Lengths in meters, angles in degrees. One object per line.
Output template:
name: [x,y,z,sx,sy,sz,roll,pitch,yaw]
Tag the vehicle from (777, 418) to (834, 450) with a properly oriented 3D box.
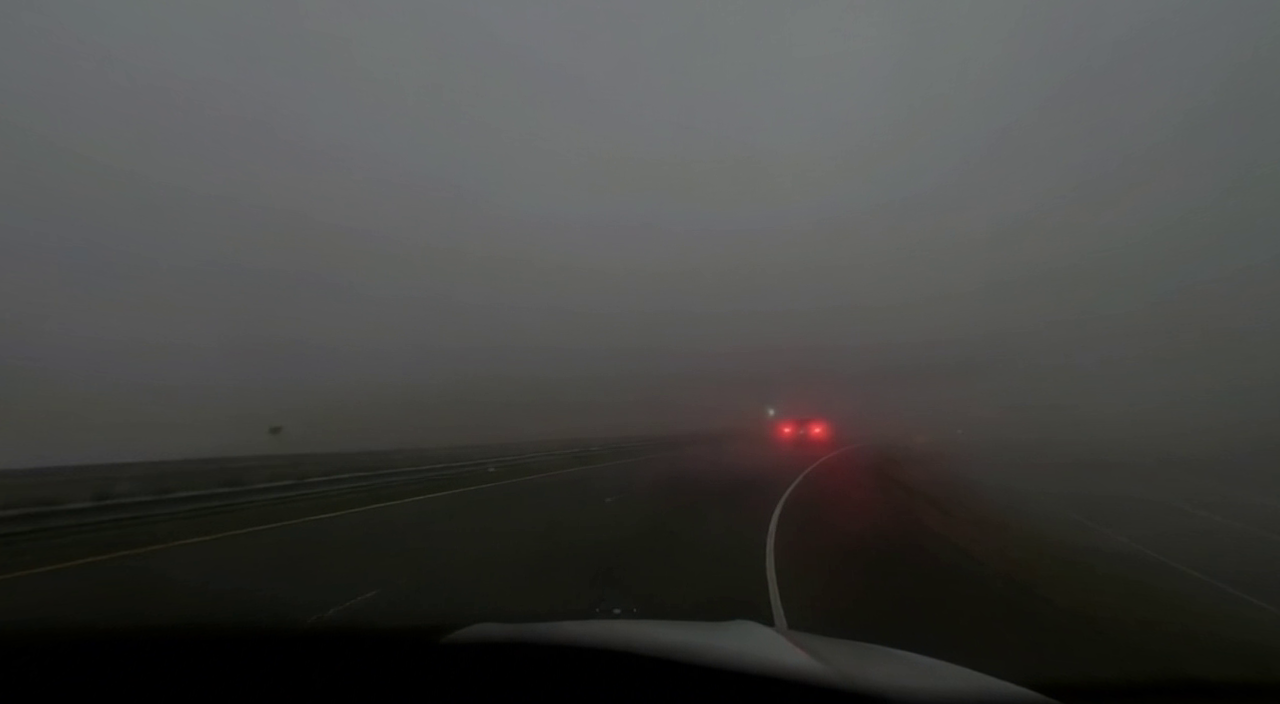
vehicle: [8.307,4.098,31.434,2.028,1.440,3.970,-2,-8,25]
